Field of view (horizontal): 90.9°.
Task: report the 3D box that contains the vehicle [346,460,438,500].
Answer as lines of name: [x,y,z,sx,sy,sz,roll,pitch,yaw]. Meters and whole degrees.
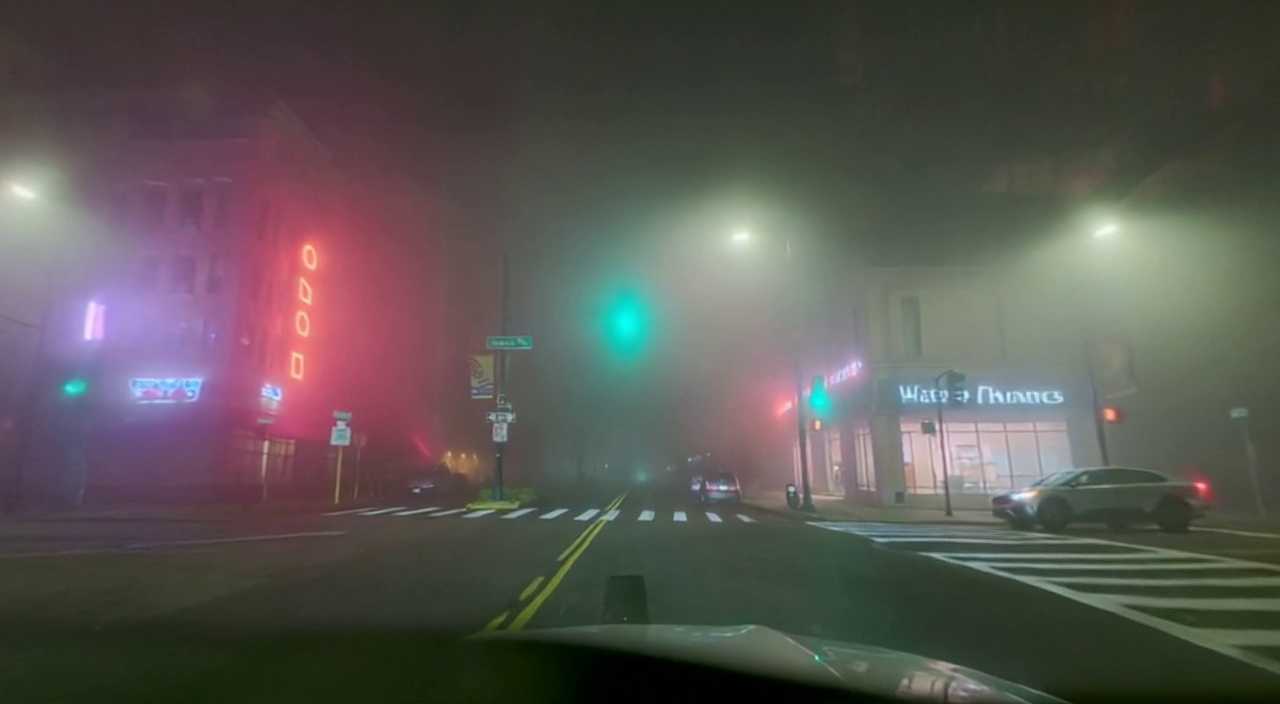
vehicle: [-12.422,6.325,31.483,4.447,1.790,2.206,-7,-11,38]

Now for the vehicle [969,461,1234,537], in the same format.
vehicle: [10.208,3.257,14.258,4.330,1.517,2.045,0,-9,0]

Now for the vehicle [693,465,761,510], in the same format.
vehicle: [3.429,5.428,25.629,2.120,1.560,4.402,0,-9,0]
